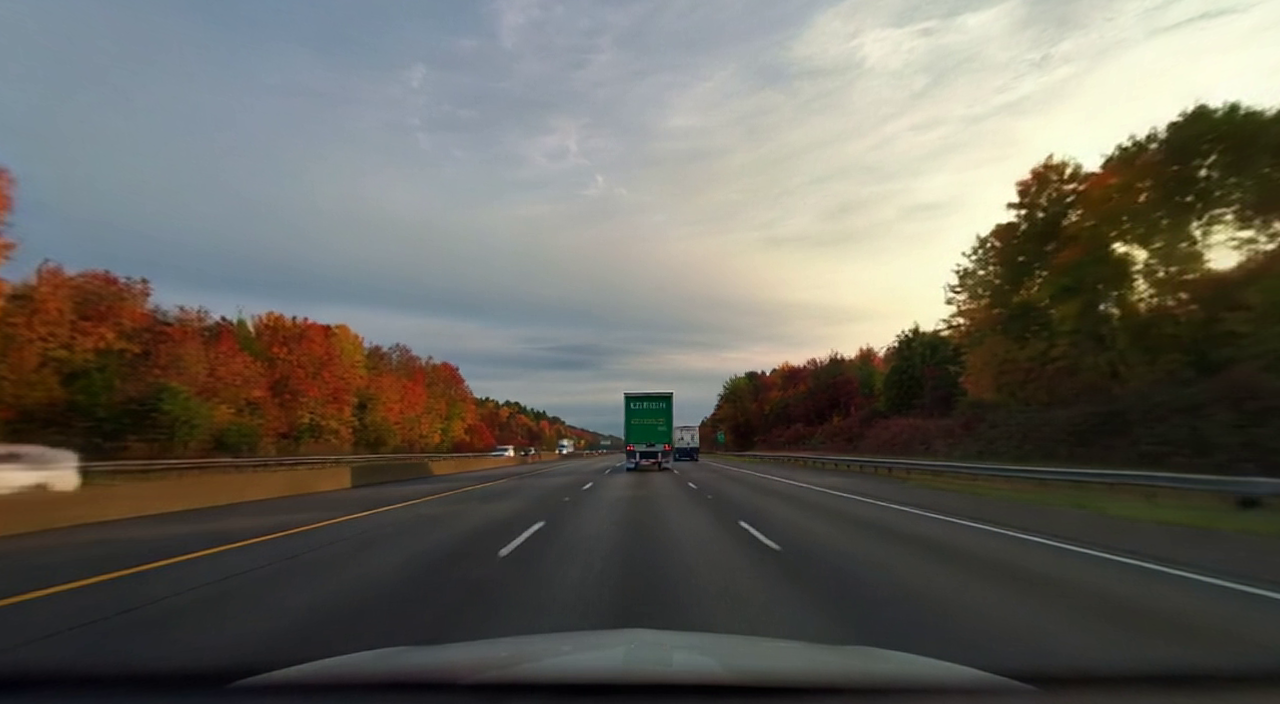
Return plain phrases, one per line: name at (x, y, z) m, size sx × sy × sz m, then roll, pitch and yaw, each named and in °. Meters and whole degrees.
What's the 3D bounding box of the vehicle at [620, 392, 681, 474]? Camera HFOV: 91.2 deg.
vehicle at (0.520, 4.848, 36.695) m, size 3.057 × 4.073 × 10.792 m, roll 0°, pitch -9°, yaw 0°
